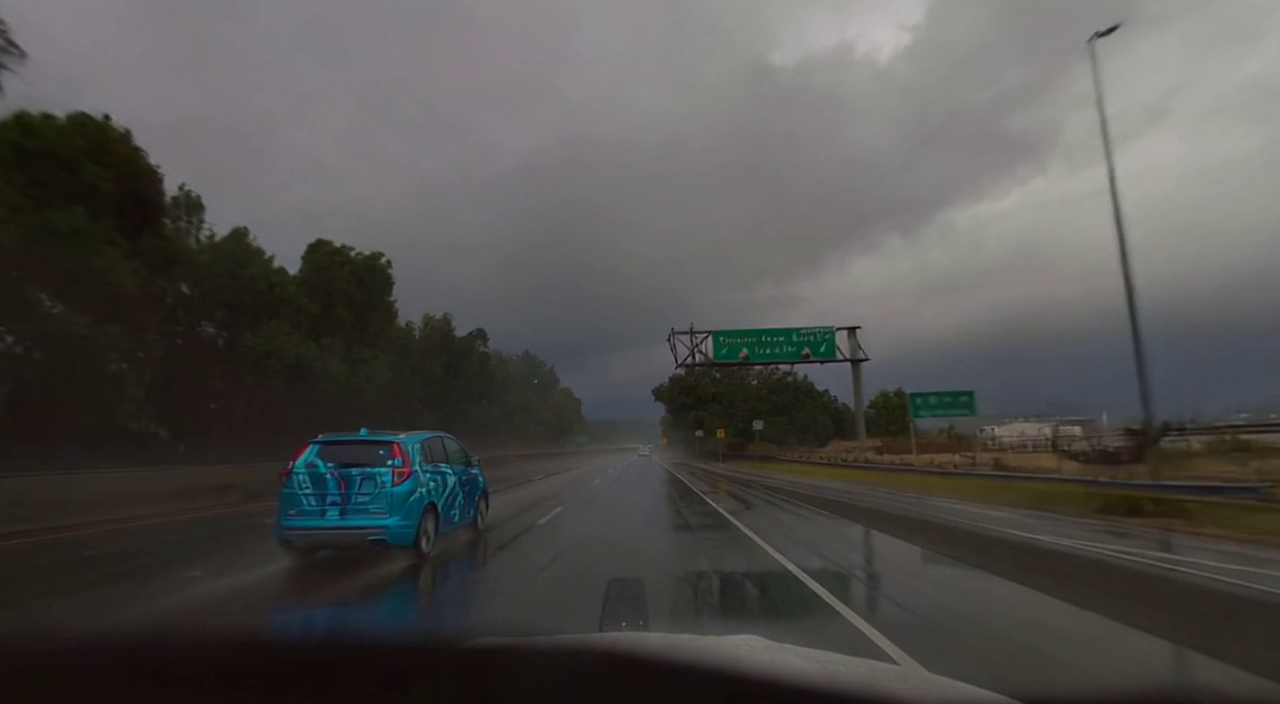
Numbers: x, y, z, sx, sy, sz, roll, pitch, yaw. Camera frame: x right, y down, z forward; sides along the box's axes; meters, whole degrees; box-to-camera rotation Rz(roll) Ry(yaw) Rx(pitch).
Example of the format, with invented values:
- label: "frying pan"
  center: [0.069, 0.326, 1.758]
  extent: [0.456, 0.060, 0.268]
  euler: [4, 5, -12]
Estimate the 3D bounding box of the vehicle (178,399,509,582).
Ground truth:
- label: "vehicle"
  center: [-3.438, 1.714, 8.666]
  extent: [2.183, 1.803, 4.685]
  euler: [0, -8, 1]
